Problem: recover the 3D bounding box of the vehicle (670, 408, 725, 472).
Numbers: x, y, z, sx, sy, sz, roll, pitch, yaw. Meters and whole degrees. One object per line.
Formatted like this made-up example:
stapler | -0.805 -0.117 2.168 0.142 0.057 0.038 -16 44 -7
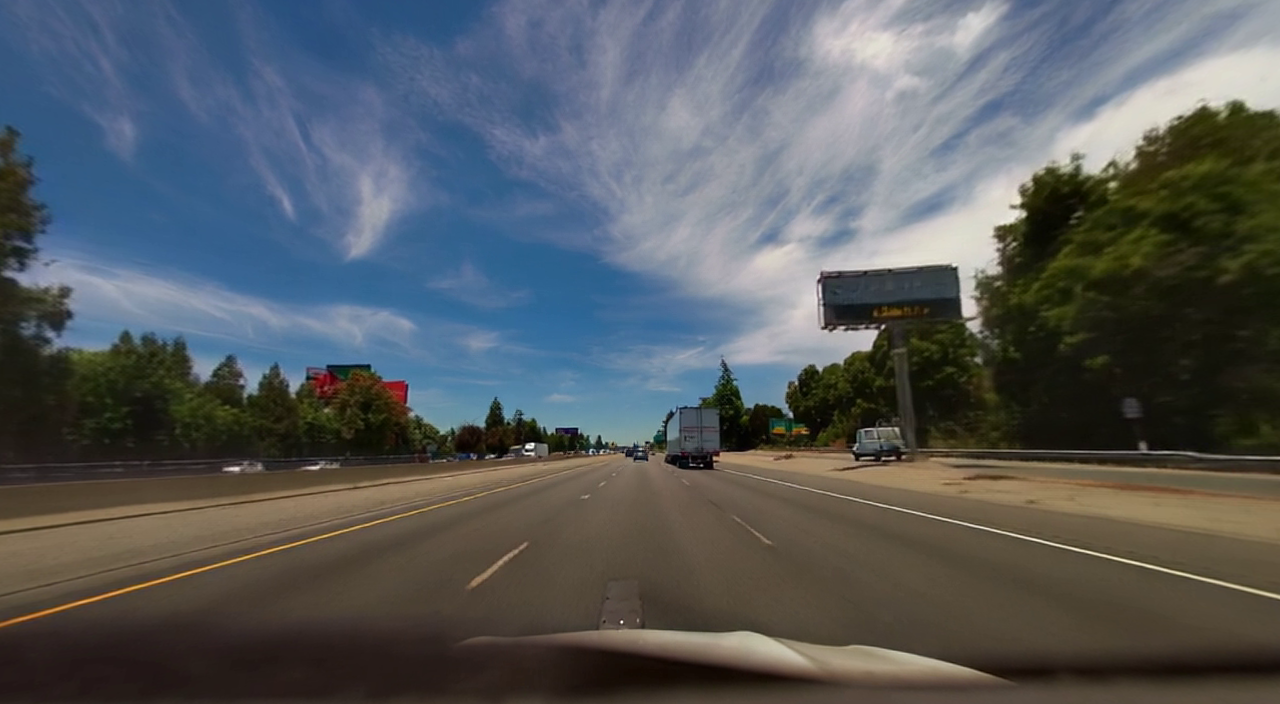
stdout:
vehicle | 4.175 6.891 49.102 3.058 4.312 12.251 0 -9 0
